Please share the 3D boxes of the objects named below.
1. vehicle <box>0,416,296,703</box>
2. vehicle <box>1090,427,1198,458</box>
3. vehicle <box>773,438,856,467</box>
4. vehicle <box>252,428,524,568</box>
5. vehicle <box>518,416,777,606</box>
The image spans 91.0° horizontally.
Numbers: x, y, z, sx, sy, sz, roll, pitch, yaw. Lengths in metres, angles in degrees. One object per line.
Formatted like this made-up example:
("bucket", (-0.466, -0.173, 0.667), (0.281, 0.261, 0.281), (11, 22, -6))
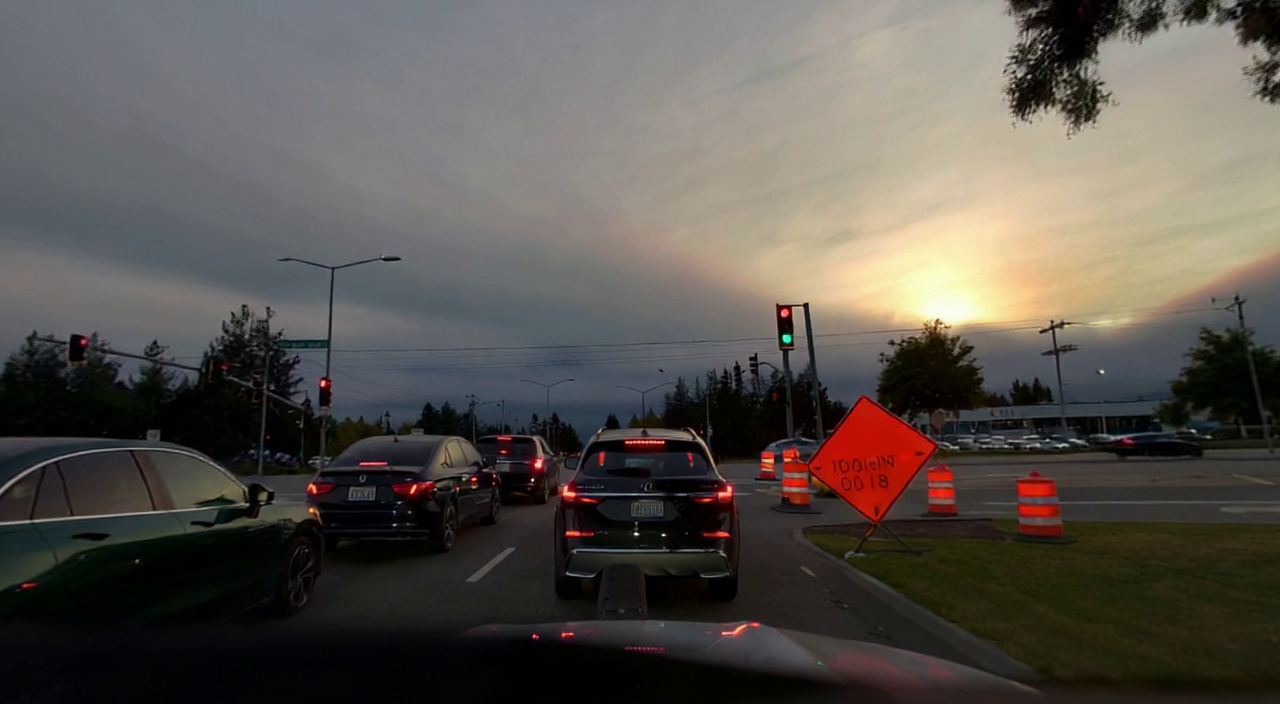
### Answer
("vehicle", (-3.587, 0.947, 2.151), (2.064, 1.497, 4.722), (0, -9, 1))
("vehicle", (32.568, 5.884, 40.812), (5.082, 1.907, 2.115), (0, -9, 1))
("vehicle", (11.230, 6.505, 40.761), (4.827, 1.729, 1.986), (0, -9, 2))
("vehicle", (-3.273, 1.993, 9.450), (1.989, 1.541, 4.626), (0, -9, 2))
("vehicle", (0.106, 1.619, 7.210), (2.167, 1.560, 3.676), (0, -9, 1))
